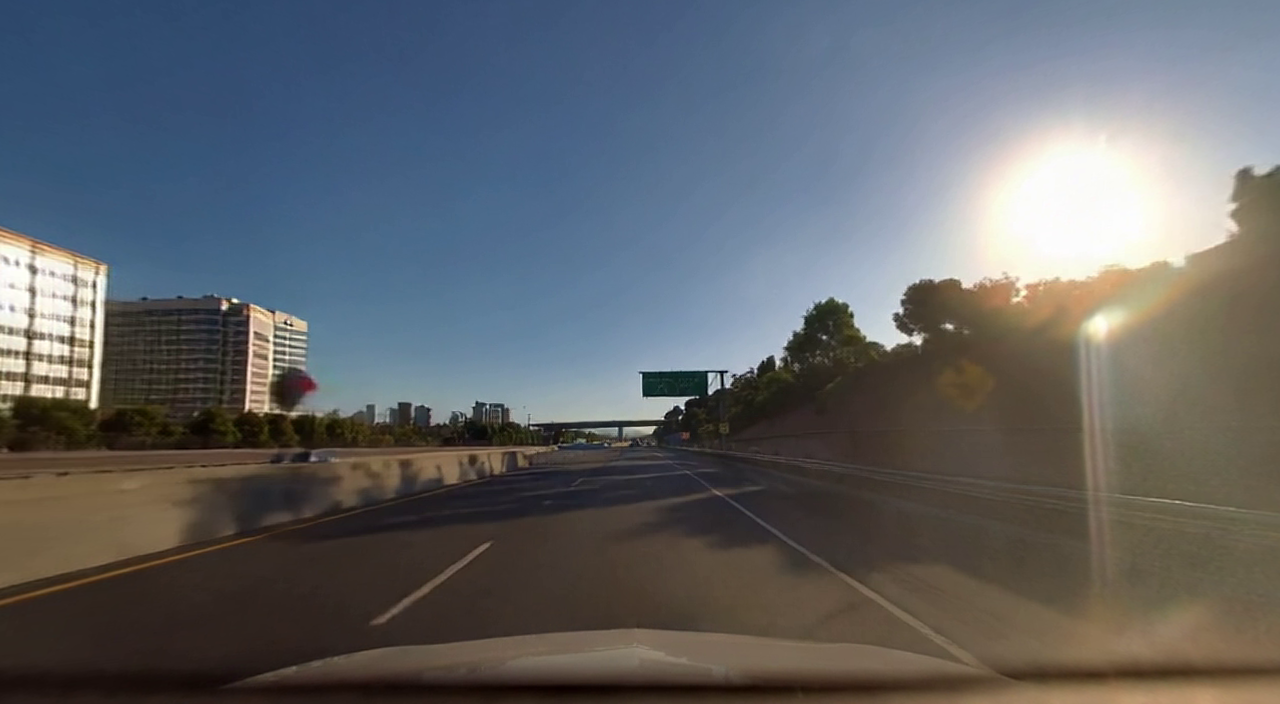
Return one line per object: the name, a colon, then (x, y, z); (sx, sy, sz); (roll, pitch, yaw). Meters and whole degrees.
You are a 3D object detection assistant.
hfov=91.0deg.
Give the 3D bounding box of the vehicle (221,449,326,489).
vehicle: (-15.132, 4.813, 26.254); (1.786, 1.475, 4.117); (-1, -8, 2)
